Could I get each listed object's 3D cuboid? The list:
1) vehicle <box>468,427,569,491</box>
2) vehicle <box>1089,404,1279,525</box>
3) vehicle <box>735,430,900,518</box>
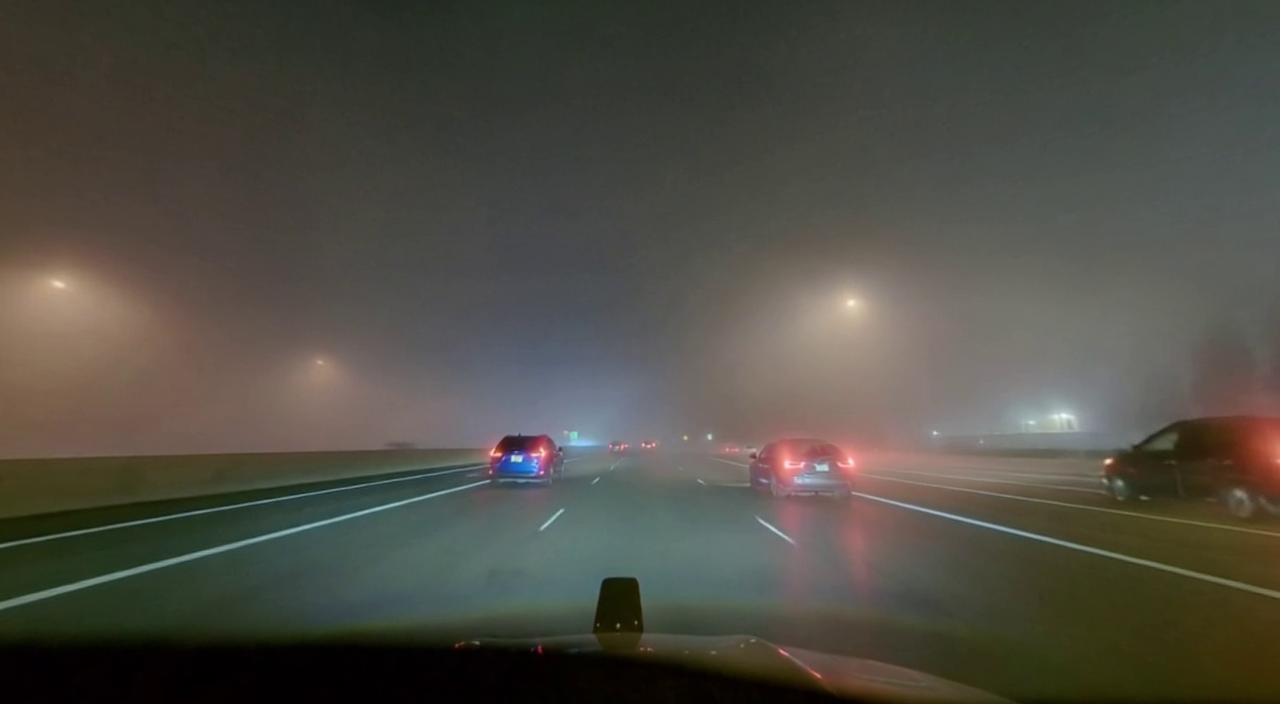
[{"bbox_3d":[-3.618,3.312,19.785,2.193,1.746,4.512,0,-8,1],"label":"vehicle"},{"bbox_3d":[11.110,1.937,11.052,2.223,1.865,5.704,0,-8,-1],"label":"vehicle"},{"bbox_3d":[3.559,2.547,13.814,2.107,1.550,4.949,0,-8,-1],"label":"vehicle"}]
